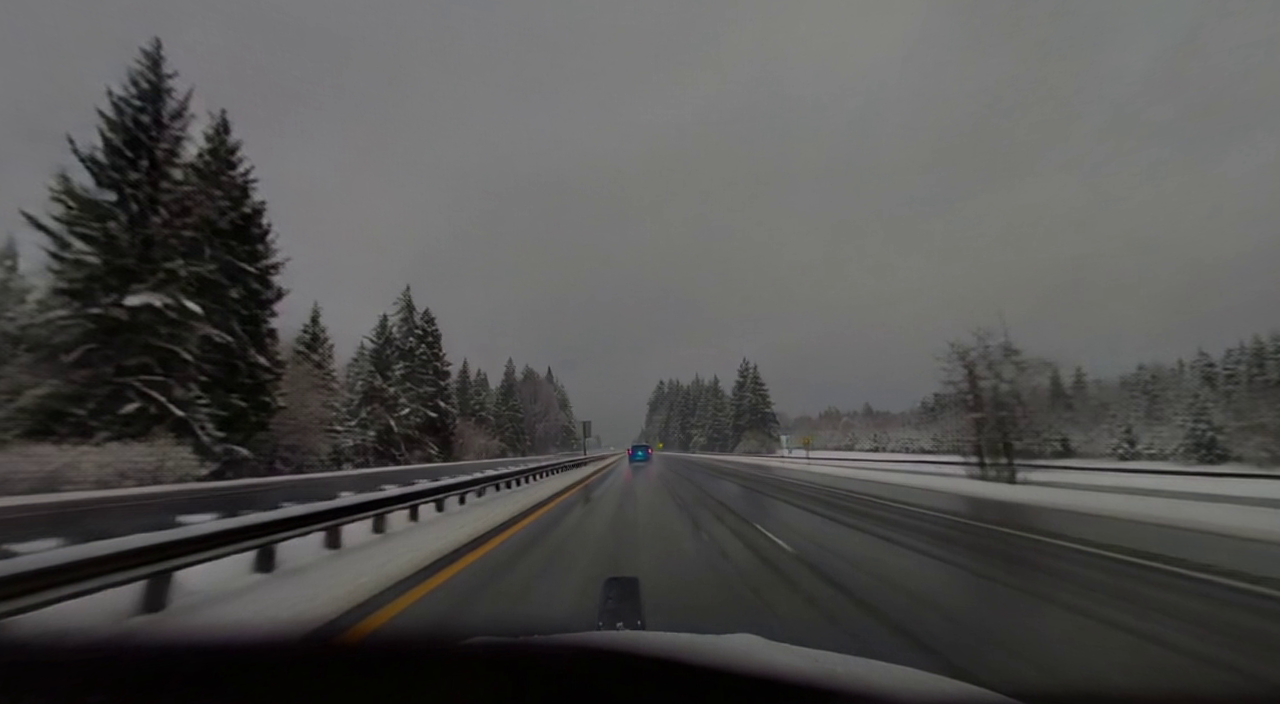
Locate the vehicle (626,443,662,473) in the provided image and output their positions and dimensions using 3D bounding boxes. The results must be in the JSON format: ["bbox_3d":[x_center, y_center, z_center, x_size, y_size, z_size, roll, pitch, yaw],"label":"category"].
[{"bbox_3d":[0.218,6.201,37.028,1.987,1.658,3.620,0,-9,0],"label":"vehicle"}]
